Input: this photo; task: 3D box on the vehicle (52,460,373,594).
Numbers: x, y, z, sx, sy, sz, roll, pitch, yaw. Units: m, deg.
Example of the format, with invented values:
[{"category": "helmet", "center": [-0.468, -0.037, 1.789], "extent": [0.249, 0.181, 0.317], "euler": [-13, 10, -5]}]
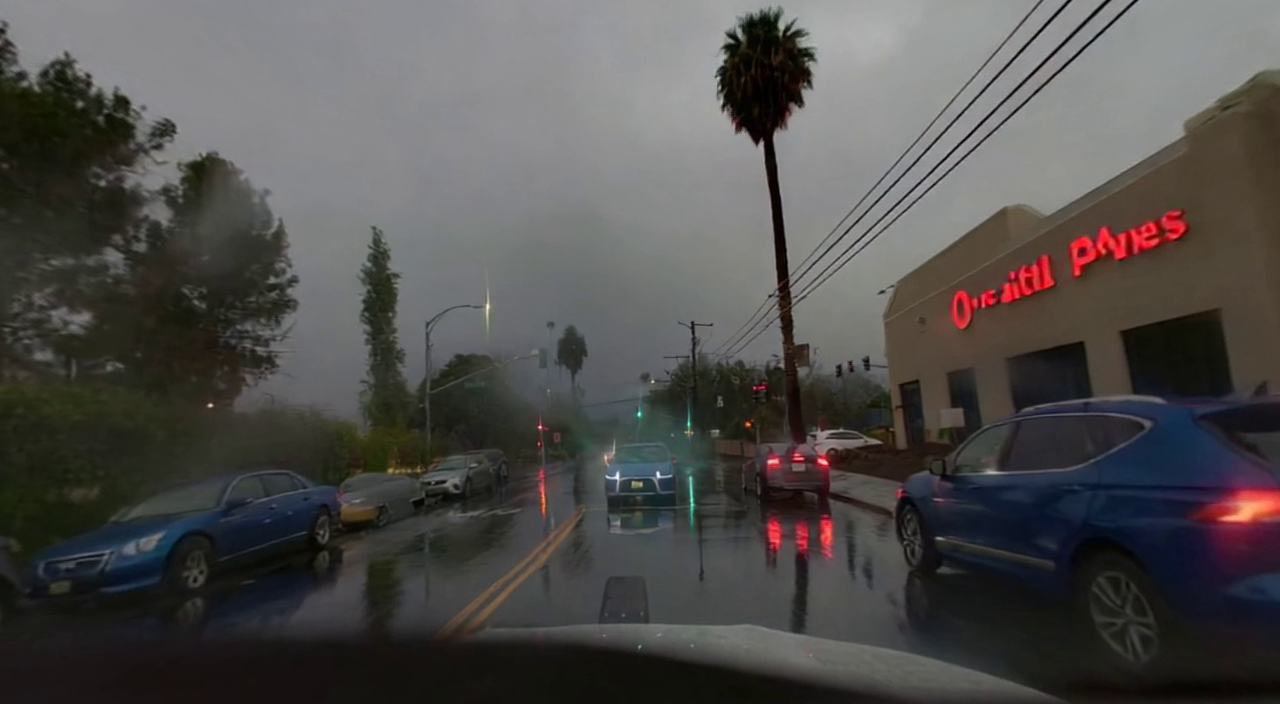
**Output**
[{"category": "vehicle", "center": [-6.120, 2.506, 9.887], "extent": [1.850, 1.482, 4.454], "euler": [0, -8, 1]}]

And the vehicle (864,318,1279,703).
[{"category": "vehicle", "center": [3.654, 1.102, 4.778], "extent": [2.099, 1.786, 5.198], "euler": [0, -8, 1]}]

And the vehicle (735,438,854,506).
[{"category": "vehicle", "center": [3.645, 2.901, 15.756], "extent": [1.821, 1.417, 4.454], "euler": [0, -8, 0]}]

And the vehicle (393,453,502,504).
[{"category": "vehicle", "center": [-6.319, 4.189, 21.338], "extent": [2.105, 1.469, 4.693], "euler": [0, -8, 1]}]

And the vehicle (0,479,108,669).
[{"category": "vehicle", "center": [-6.162, 1.622, 3.727], "extent": [1.874, 1.472, 4.668], "euler": [0, -8, 2]}]

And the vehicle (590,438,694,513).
[{"category": "vehicle", "center": [0.025, 2.763, 14.632], "extent": [2.060, 1.452, 4.078], "euler": [0, -8, -1]}]
